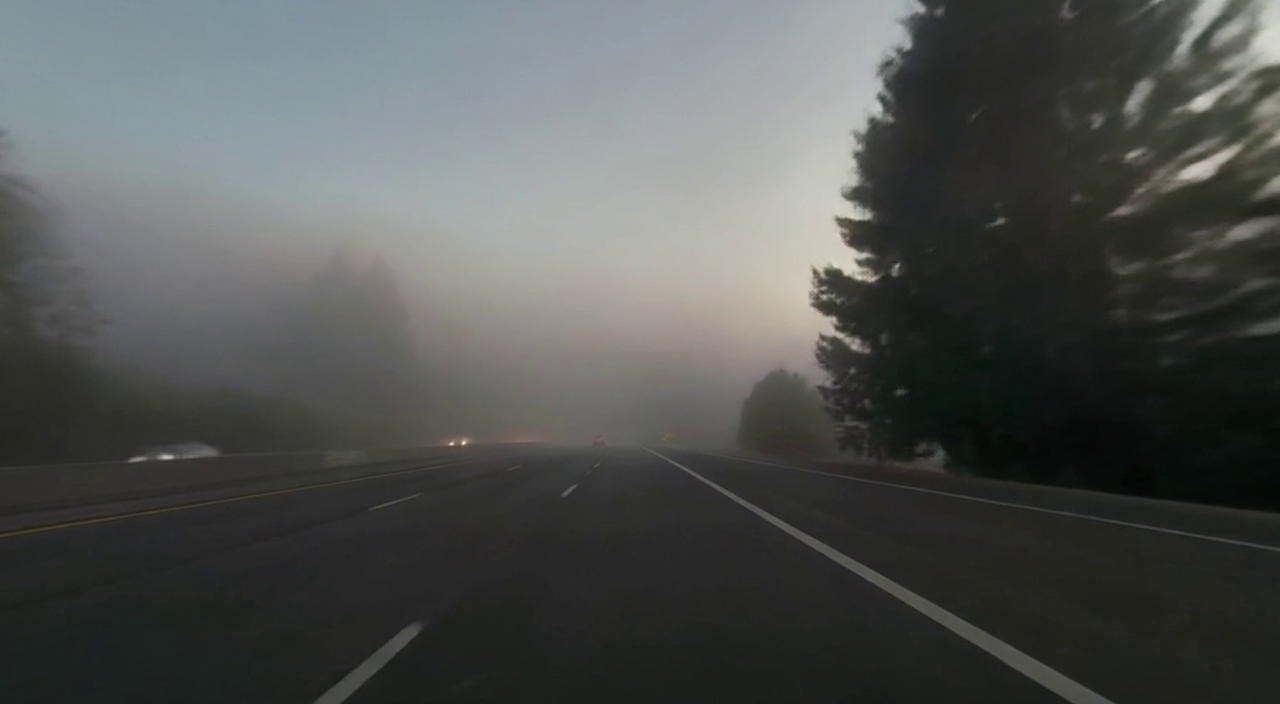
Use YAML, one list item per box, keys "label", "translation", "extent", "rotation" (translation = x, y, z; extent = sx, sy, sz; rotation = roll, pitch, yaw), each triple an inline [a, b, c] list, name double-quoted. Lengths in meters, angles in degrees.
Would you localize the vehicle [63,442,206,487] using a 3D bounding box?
- label: "vehicle"
  translation: [-19.321, 4.287, 24.345]
  extent: [1.852, 1.531, 4.466]
  rotation: [0, -8, 0]
